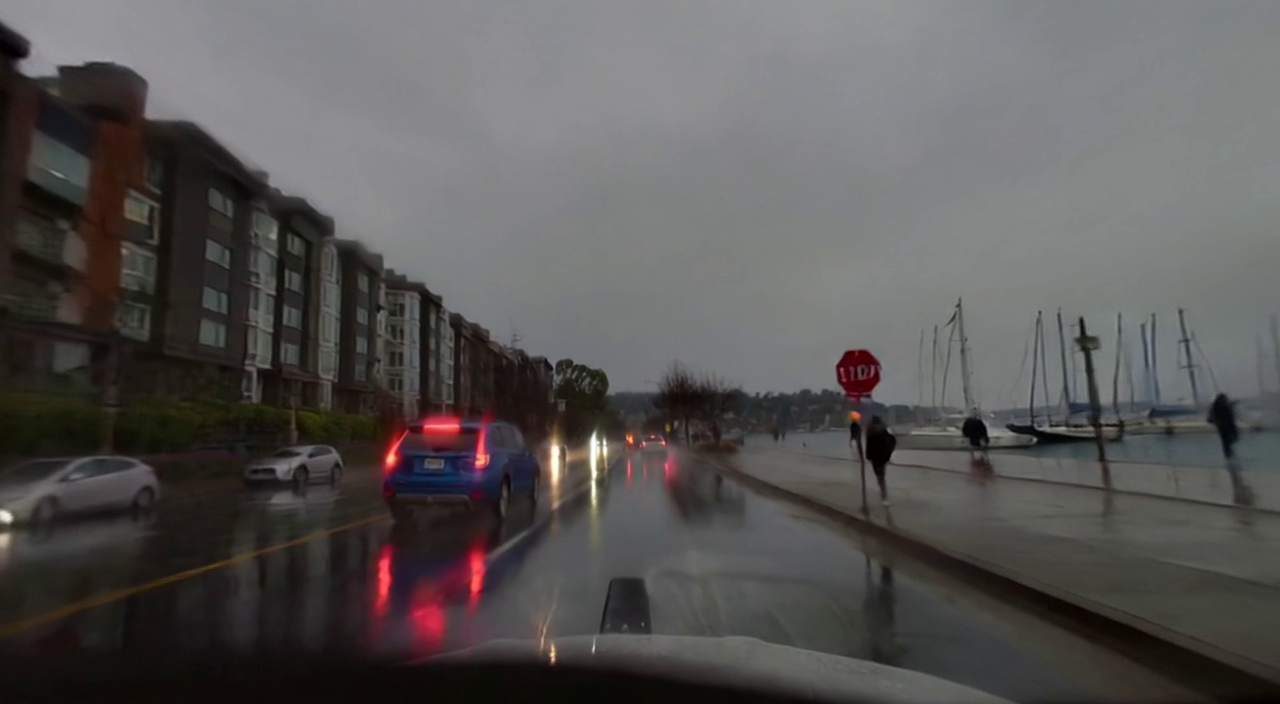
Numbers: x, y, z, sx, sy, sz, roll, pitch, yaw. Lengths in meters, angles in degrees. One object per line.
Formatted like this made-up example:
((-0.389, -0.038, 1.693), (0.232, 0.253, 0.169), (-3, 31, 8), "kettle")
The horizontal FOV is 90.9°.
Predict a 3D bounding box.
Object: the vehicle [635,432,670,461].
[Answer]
((0.751, 5.769, 38.711), (2.057, 1.624, 3.726), (-1, -8, 1), "vehicle")

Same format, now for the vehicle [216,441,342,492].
((-13.530, 4.289, 24.021), (2.117, 1.703, 4.373), (-1, -8, 2), "vehicle")

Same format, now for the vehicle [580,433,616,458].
((-2.881, 6.508, 44.005), (2.056, 1.680, 4.205), (-1, -8, 2), "vehicle")

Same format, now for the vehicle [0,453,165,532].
((-13.635, 3.128, 14.467), (1.871, 1.463, 4.555), (-1, -8, 0), "vehicle")

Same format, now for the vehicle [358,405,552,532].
((-3.036, 2.030, 11.615), (2.082, 1.817, 4.724), (-1, -8, 1), "vehicle")
